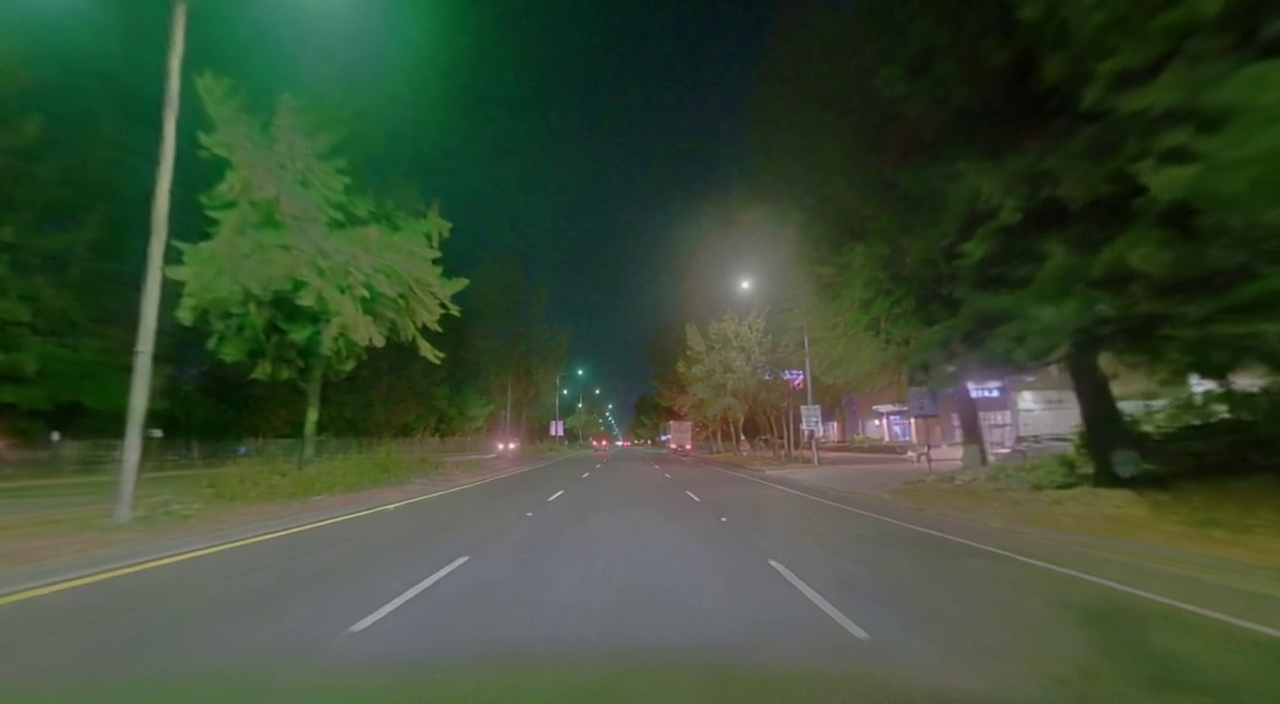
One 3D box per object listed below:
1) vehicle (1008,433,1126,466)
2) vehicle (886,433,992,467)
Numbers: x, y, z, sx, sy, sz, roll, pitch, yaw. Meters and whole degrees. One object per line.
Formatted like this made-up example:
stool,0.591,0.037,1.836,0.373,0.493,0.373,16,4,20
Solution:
vehicle,21.111,4.824,31.379,4.416,1.561,1.876,0,-8,0
vehicle,14.705,4.868,31.274,4.296,1.596,1.807,0,-8,0
